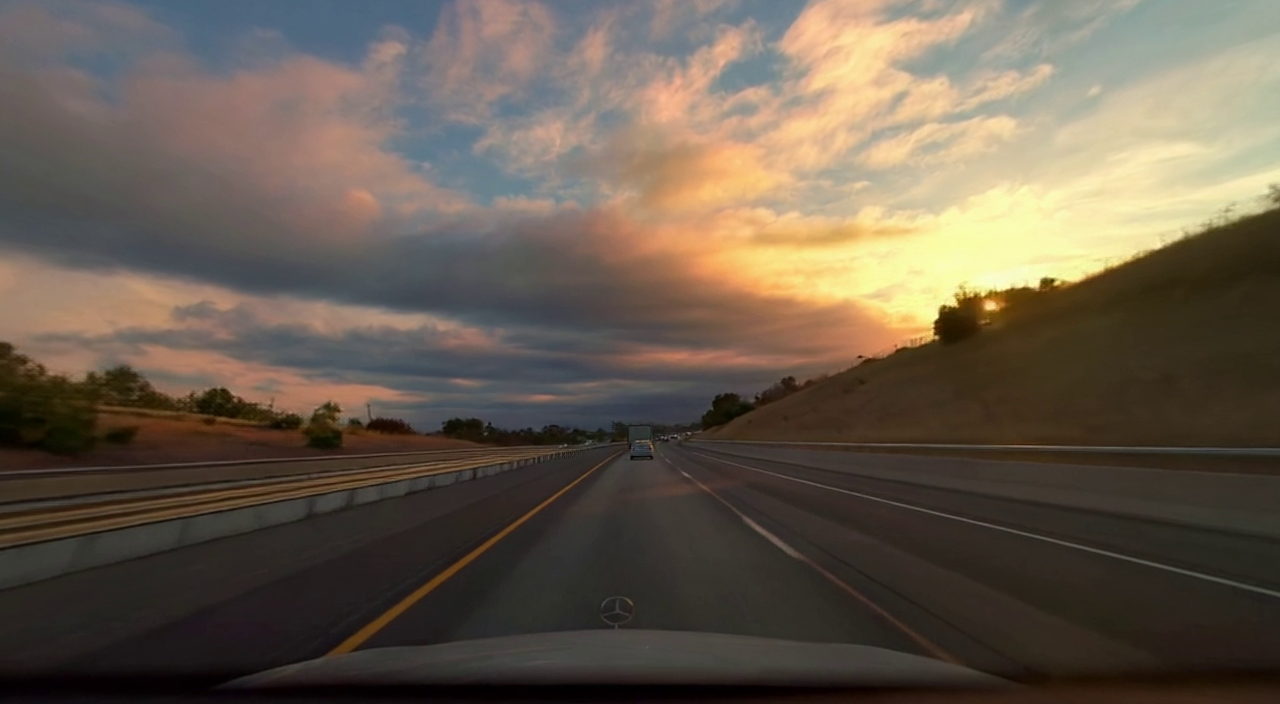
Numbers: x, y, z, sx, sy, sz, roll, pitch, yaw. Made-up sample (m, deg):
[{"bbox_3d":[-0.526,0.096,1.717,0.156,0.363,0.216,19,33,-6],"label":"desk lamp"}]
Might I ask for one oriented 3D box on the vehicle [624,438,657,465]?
[{"bbox_3d":[0.006,6.684,42.495,2.059,1.696,4.165,0,-8,-1],"label":"vehicle"}]
